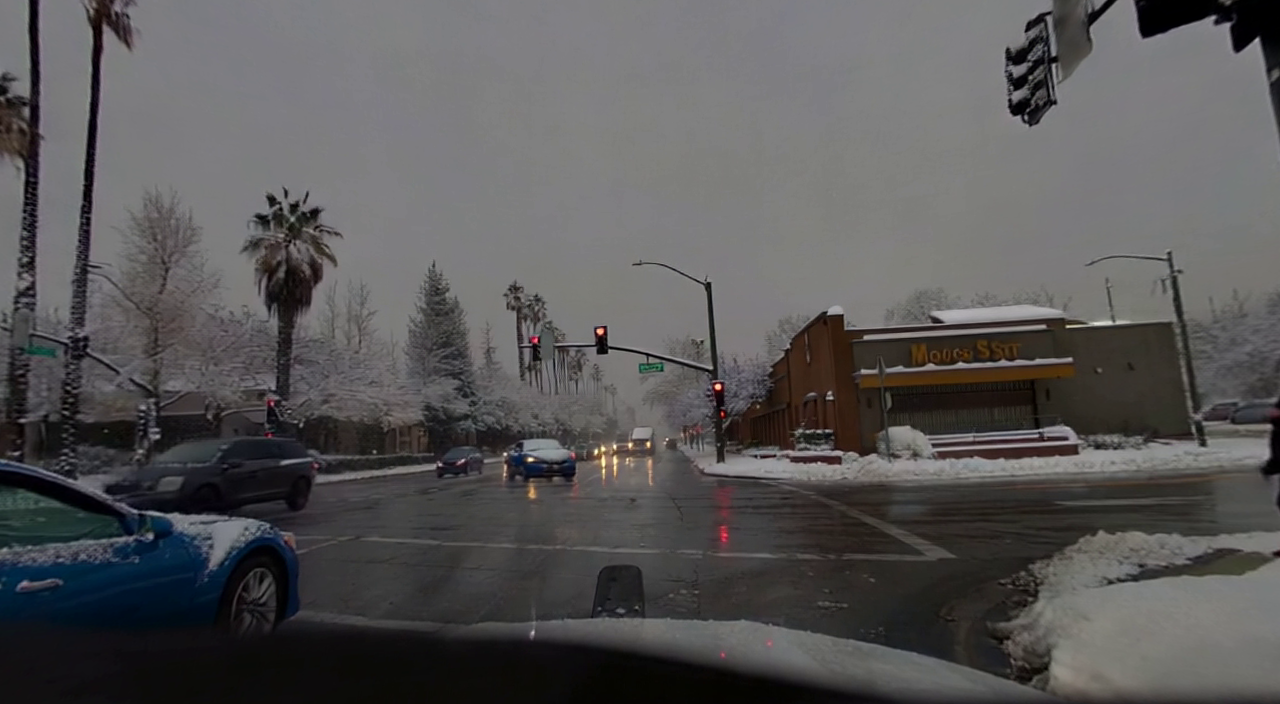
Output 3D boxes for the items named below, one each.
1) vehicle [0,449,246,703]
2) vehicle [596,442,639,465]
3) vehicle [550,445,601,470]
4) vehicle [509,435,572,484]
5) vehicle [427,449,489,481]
[{"bbox_3d":[-3.704,1.016,2.242,1.850,1.325,4.295,0,-9,0],"label":"vehicle"},{"bbox_3d":[-1.689,7.778,48.545,2.072,1.613,4.386,-3,-9,15],"label":"vehicle"},{"bbox_3d":[-4.041,6.698,40.393,1.839,1.468,4.549,-2,-9,12],"label":"vehicle"},{"bbox_3d":[-4.055,4.220,25.117,2.092,1.709,4.775,2,-9,-13],"label":"vehicle"},{"bbox_3d":[-11.386,7.052,39.803,1.870,1.705,4.426,-7,-10,11],"label":"vehicle"}]
